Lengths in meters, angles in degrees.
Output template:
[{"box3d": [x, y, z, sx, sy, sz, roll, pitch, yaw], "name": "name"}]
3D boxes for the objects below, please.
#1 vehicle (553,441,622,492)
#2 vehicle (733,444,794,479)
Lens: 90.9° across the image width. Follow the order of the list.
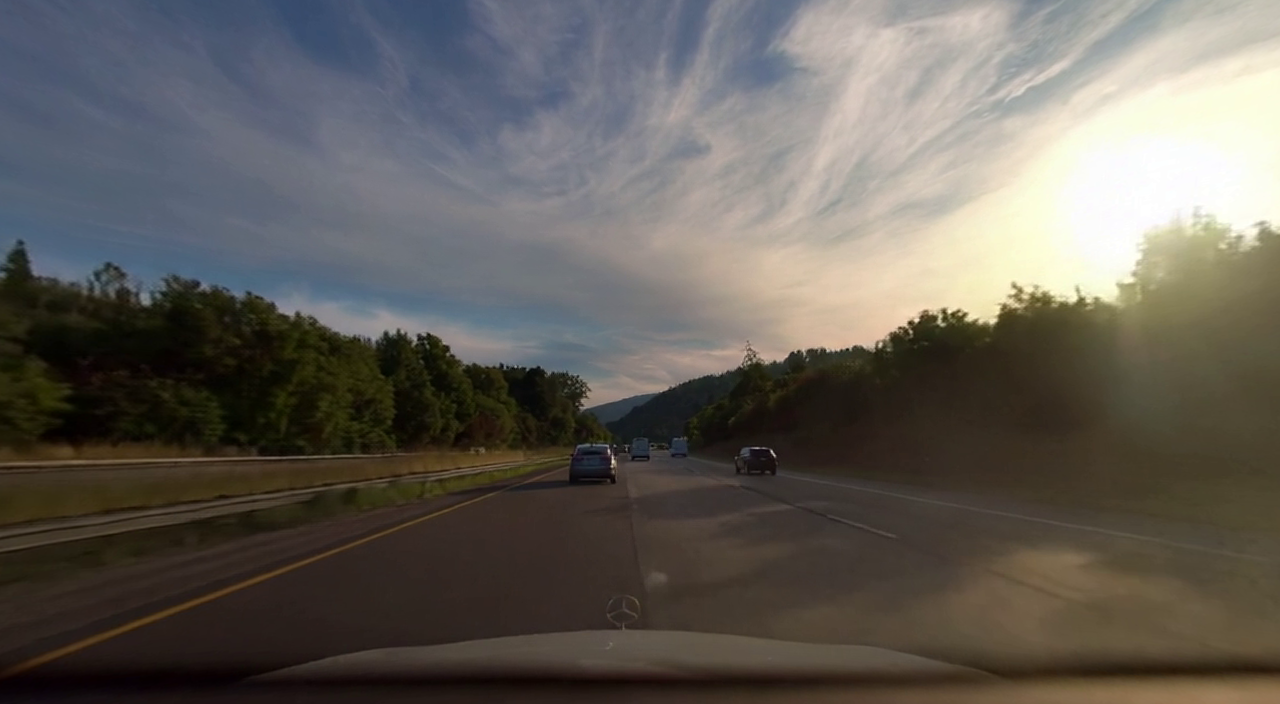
[{"box3d": [-1.605, 3.721, 20.751, 2.053, 1.483, 4.185, 0, -9, -2], "name": "vehicle"}, {"box3d": [5.552, 4.951, 28.779, 1.926, 1.483, 3.528, 0, -9, -3], "name": "vehicle"}]
